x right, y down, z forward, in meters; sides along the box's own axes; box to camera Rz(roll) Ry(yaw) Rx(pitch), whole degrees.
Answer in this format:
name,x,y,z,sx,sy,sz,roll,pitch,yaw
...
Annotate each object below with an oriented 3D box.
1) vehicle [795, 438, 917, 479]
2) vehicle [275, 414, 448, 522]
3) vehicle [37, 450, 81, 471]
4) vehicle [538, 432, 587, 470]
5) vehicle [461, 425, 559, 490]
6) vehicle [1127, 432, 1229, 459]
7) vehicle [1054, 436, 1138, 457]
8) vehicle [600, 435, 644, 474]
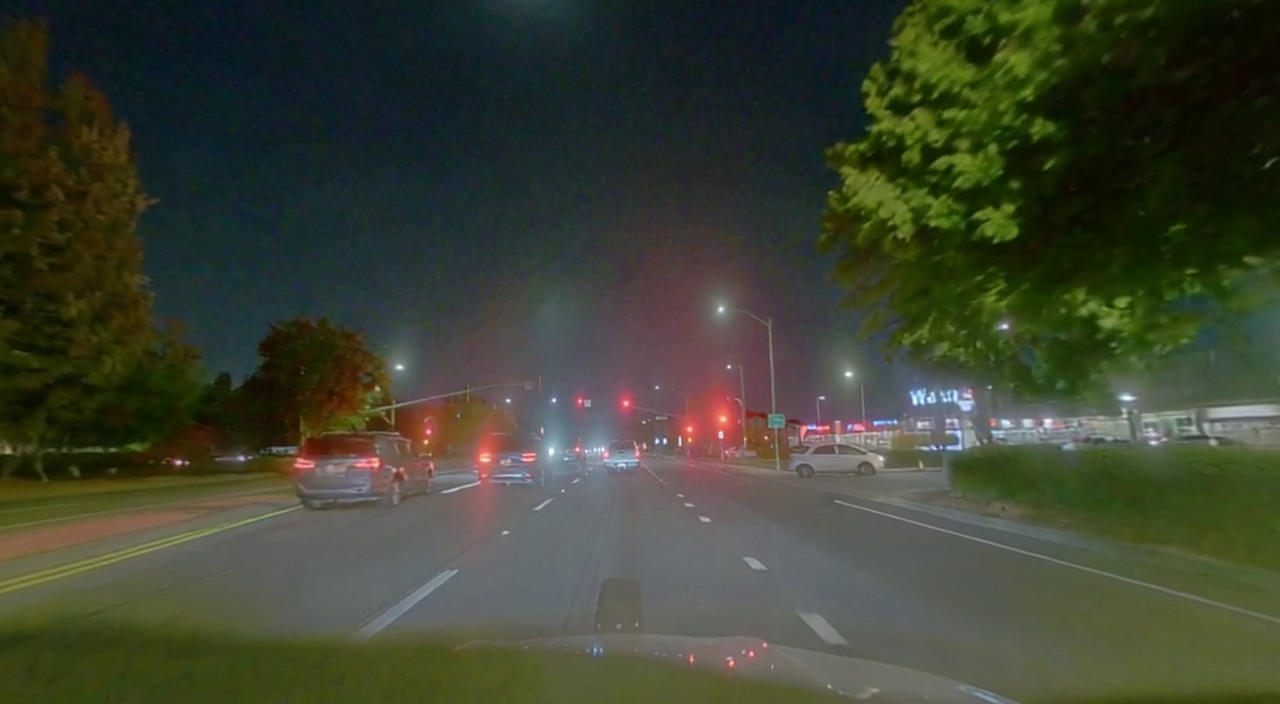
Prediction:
name,x,y,z,sx,sy,sz,roll,pitch,yaw
vehicle,9.668,4.734,28.414,4.734,1.726,2.039,2,-8,-12
vehicle,-5.451,2.307,13.144,2.093,1.803,4.668,1,-8,-9
vehicle,-45.645,8.497,49.720,1.970,1.508,4.687,6,-10,-37
vehicle,-4.373,5.687,36.554,2.252,1.999,5.605,0,-8,-2
vehicle,-4.105,3.428,20.901,2.159,1.877,4.925,0,-8,0
vehicle,31.750,5.529,37.363,4.352,1.482,1.954,1,-8,-3
vehicle,31.928,6.608,44.328,4.438,1.423,1.897,0,-8,-1
vehicle,-0.894,5.083,31.717,2.061,1.809,4.141,0,-8,-1
